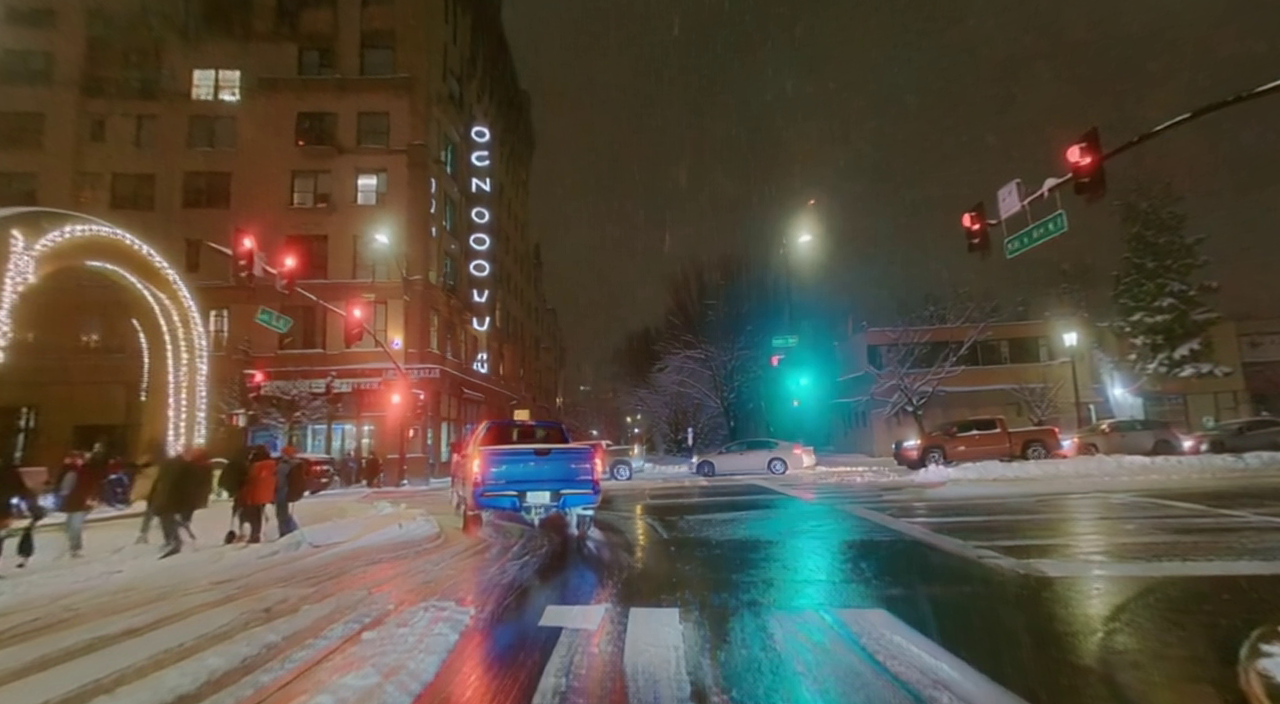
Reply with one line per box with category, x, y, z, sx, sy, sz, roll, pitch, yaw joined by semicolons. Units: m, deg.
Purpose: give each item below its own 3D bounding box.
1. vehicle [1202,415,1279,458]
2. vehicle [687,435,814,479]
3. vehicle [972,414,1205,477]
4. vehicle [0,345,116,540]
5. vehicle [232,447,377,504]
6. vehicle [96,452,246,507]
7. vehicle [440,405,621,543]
vehicle;25.748;3.474;25.759;3.662;1.666;1.937;0;-8;-1
vehicle;4.108;3.995;24.082;4.515;1.583;1.920;0;-8;3
vehicle;11.461;2.418;16.361;4.600;1.506;1.878;0;-8;-2
vehicle;-22.259;2.386;16.537;13.729;4.662;3.300;0;-8;0
vehicle;-13.456;4.942;25.478;4.799;1.909;2.011;-3;-7;2
vehicle;-18.833;5.113;25.479;4.398;2.057;1.959;0;-8;-1
vehicle;-2.434;2.232;12.336;2.477;2.020;5.534;3;-9;-20
